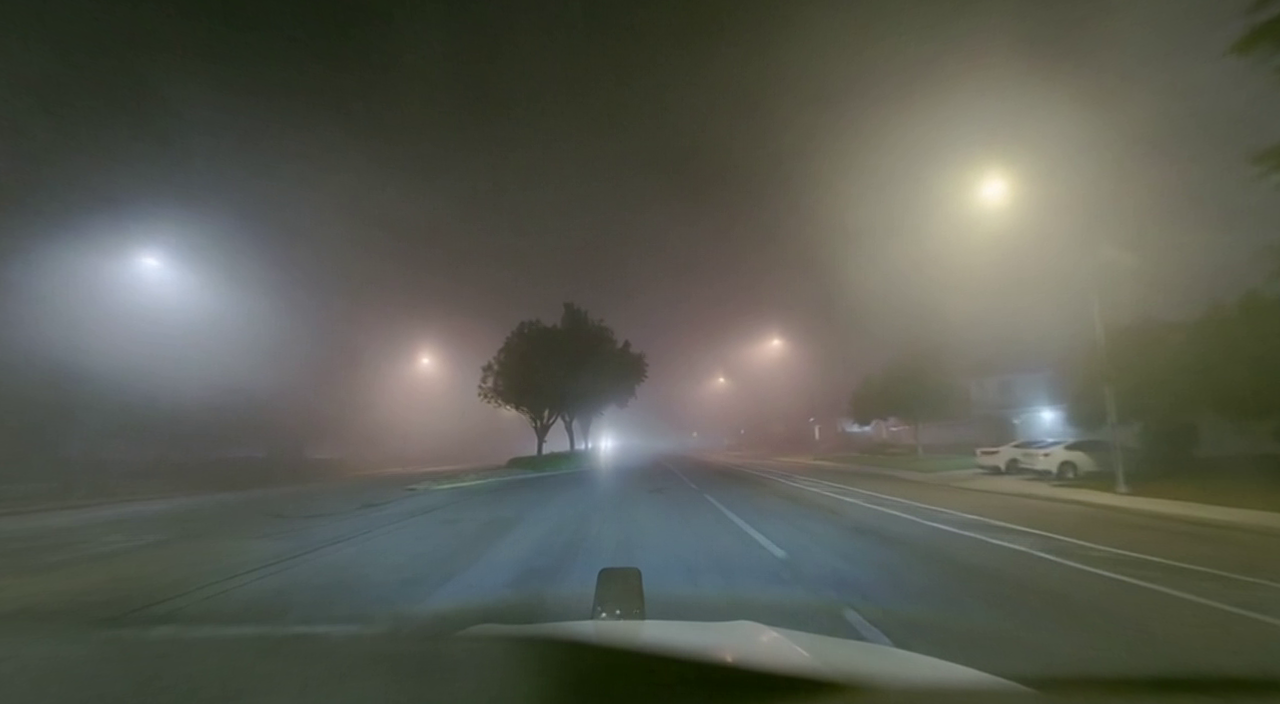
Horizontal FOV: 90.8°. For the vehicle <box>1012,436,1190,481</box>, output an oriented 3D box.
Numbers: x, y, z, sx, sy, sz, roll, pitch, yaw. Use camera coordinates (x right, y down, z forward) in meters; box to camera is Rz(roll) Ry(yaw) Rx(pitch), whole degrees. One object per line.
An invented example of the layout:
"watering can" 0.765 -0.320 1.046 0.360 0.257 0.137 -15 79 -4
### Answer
"vehicle" 15.818 3.664 21.880 4.592 1.472 2.009 0 -9 -1
